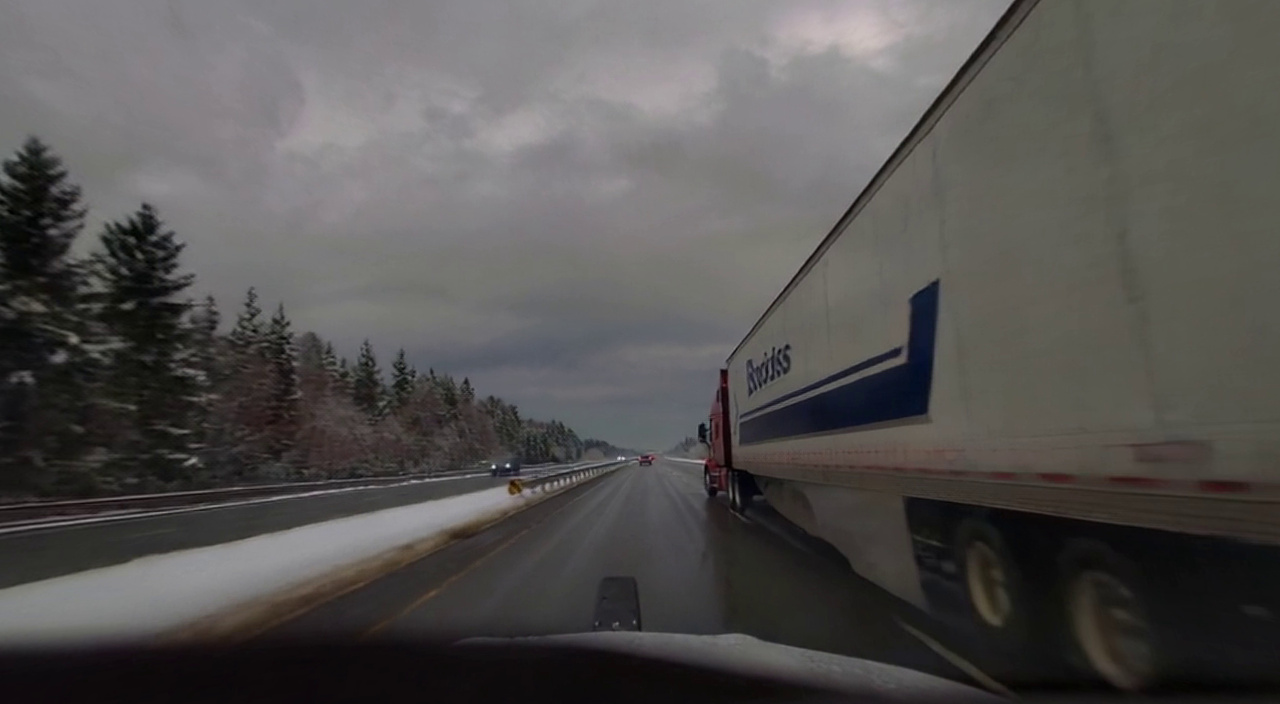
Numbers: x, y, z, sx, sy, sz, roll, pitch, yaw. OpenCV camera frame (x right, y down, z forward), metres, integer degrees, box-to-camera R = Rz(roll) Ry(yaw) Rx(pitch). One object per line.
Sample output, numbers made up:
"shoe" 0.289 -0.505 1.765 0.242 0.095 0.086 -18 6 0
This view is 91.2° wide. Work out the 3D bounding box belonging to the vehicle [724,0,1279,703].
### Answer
"vehicle" 4.236 0.857 10.303 3.537 4.071 17.399 -1 -9 1
